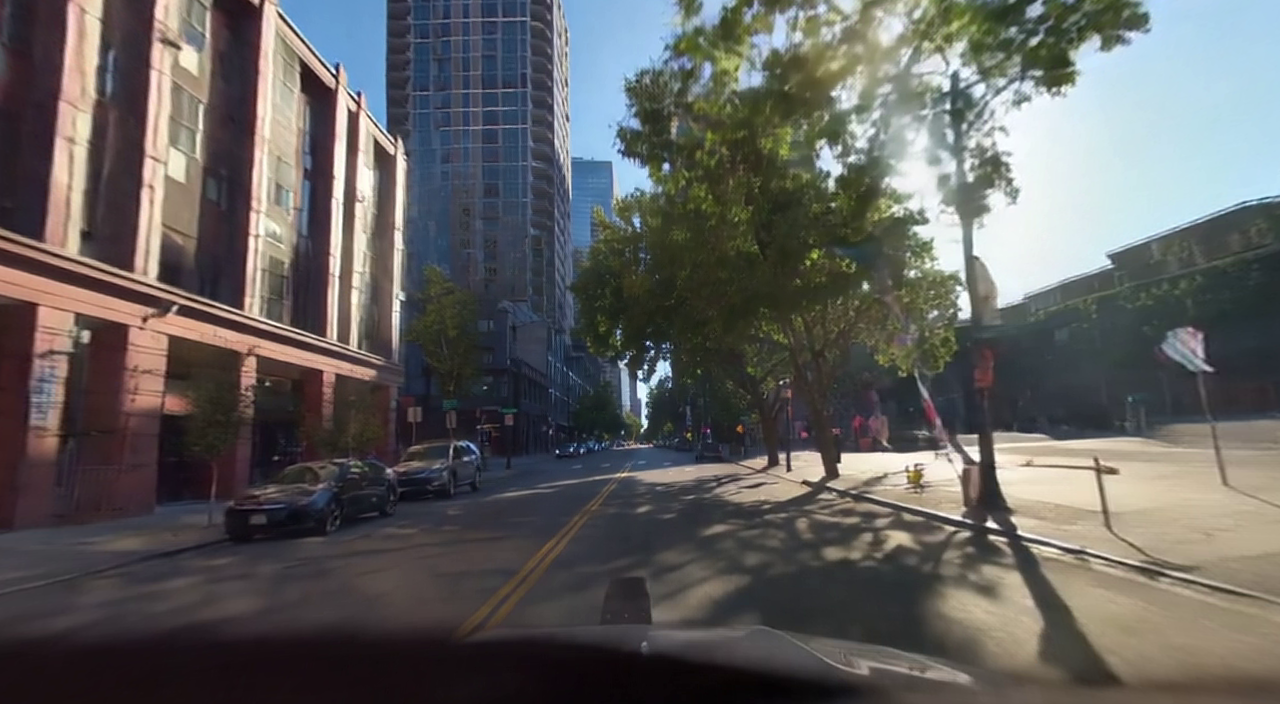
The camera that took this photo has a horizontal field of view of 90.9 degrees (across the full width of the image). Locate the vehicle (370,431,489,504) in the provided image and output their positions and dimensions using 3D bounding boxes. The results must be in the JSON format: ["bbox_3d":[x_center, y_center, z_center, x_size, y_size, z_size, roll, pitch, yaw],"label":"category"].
[{"bbox_3d":[-6.528,3.616,20.192,2.273,1.871,4.920,-4,-8,-2],"label":"vehicle"}]

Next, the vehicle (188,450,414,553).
[{"bbox_3d":[-6.718,2.942,13.308,2.270,1.539,4.855,-4,-8,-2],"label":"vehicle"}]
